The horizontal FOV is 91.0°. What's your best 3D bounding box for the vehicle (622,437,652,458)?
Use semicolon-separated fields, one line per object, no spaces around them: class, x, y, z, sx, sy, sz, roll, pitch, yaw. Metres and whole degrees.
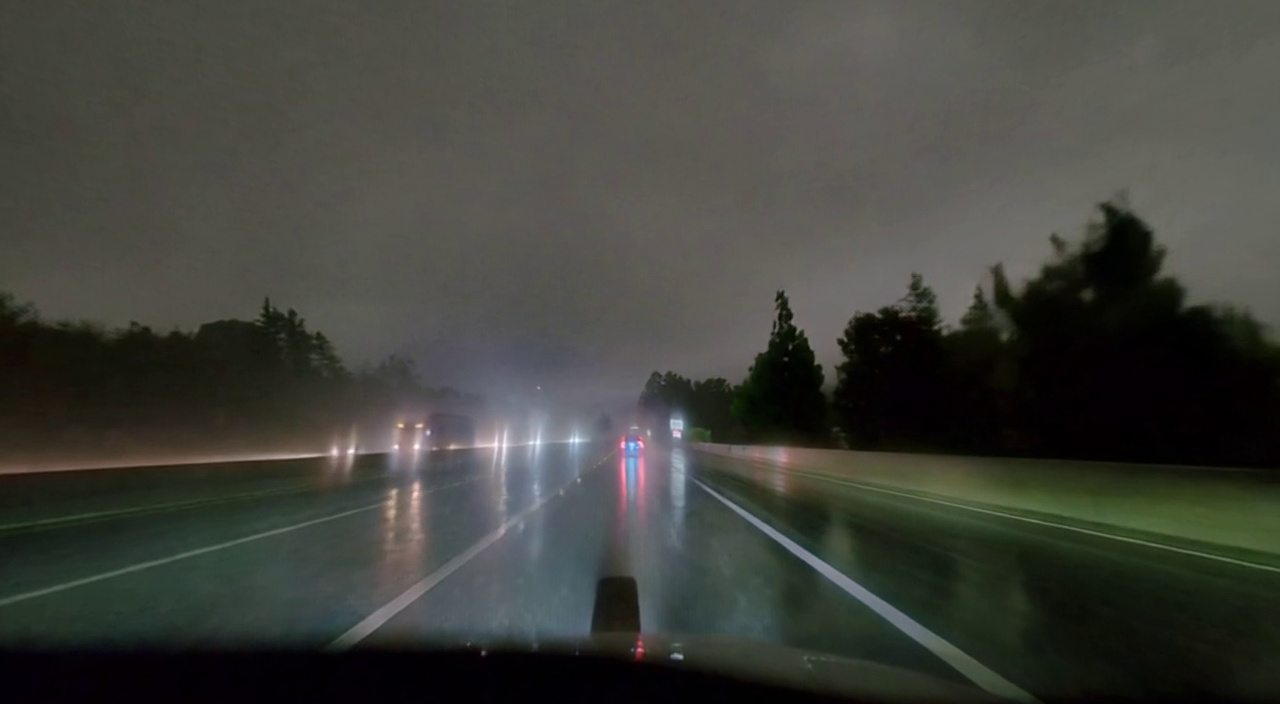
vehicle;-0.236;6.838;45.143;2.028;1.440;3.690;0;-8;-2

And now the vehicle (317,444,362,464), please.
vehicle;-23.075;7.807;48.482;1.735;1.426;3.633;0;-8;-1
